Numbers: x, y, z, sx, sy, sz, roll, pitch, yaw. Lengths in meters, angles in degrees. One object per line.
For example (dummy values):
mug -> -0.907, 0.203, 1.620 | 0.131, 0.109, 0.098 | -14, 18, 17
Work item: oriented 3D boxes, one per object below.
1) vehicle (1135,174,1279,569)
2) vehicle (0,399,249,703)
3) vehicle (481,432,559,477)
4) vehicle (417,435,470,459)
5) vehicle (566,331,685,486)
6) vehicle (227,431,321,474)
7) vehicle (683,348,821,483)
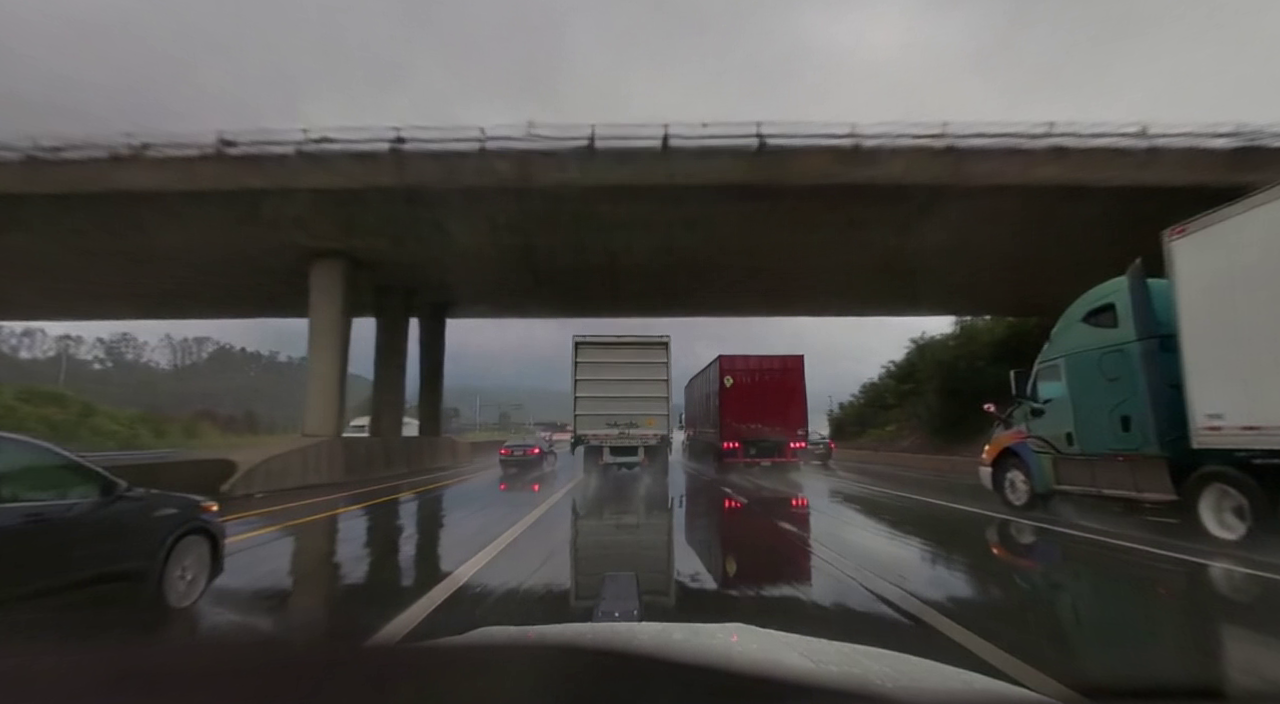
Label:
vehicle -> 8.299, -0.452, 1.819 | 3.000, 4.114, 13.063 | 0, -8, -1
vehicle -> -3.534, 0.822, 1.774 | 1.894, 1.460, 4.662 | 0, -8, 0
vehicle -> -4.186, 3.610, 22.535 | 2.049, 1.483, 3.786 | 0, -8, 0
vehicle -> -12.723, 6.178, 41.128 | 2.060, 1.479, 4.264 | 0, -8, 0
vehicle -> -0.556, 2.179, 21.880 | 3.090, 4.065, 10.702 | 0, -8, -2
vehicle -> -20.067, 5.485, 34.868 | 2.246, 2.109, 5.095 | -2, -8, -1
vehicle -> 3.620, 2.589, 23.976 | 2.817, 3.886, 11.491 | 0, -8, -2
